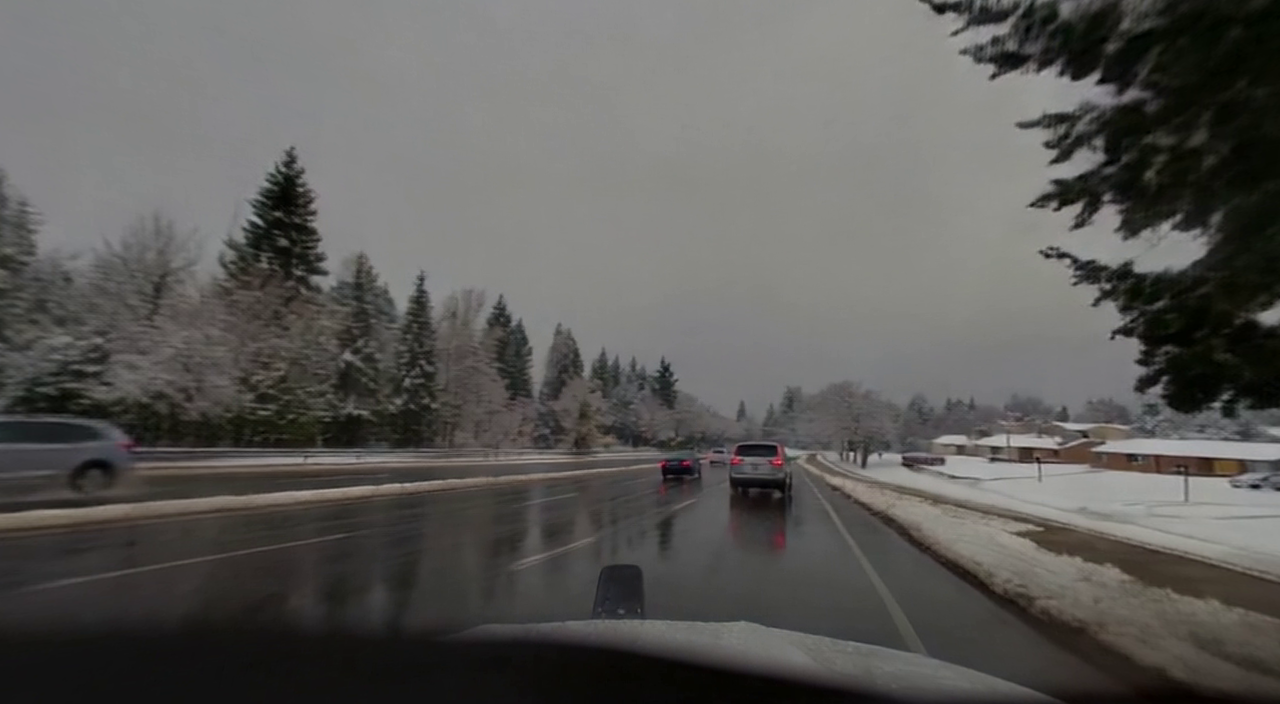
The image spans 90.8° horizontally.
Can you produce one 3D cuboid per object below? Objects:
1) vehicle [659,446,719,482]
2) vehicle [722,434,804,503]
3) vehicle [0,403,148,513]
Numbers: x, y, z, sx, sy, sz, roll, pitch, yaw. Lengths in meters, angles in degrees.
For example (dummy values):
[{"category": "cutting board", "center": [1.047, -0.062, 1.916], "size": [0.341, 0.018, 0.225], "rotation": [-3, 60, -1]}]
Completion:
[{"category": "vehicle", "center": [2.474, 5.361, 30.657], "size": [2.123, 1.592, 4.505], "rotation": [-2, -9, 15]}, {"category": "vehicle", "center": [3.894, 3.491, 19.440], "size": [2.125, 1.830, 4.370], "rotation": [-2, -9, 15]}, {"category": "vehicle", "center": [-11.629, 1.805, 10.848], "size": [1.973, 1.826, 4.538], "rotation": [-2, -9, 17]}]
